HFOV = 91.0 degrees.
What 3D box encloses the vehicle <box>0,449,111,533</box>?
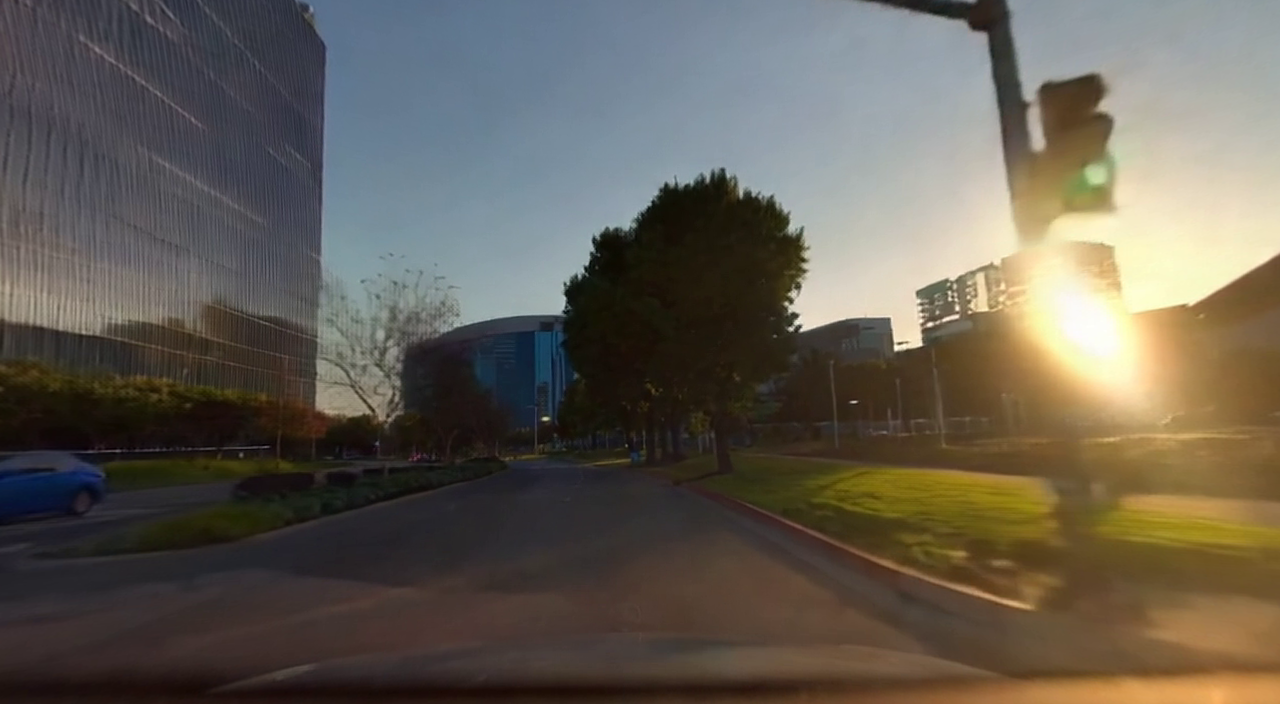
[{"bbox_3d":[-12.683,2.601,11.833,1.906,1.502,4.396,1,-8,-5],"label":"vehicle"}]
